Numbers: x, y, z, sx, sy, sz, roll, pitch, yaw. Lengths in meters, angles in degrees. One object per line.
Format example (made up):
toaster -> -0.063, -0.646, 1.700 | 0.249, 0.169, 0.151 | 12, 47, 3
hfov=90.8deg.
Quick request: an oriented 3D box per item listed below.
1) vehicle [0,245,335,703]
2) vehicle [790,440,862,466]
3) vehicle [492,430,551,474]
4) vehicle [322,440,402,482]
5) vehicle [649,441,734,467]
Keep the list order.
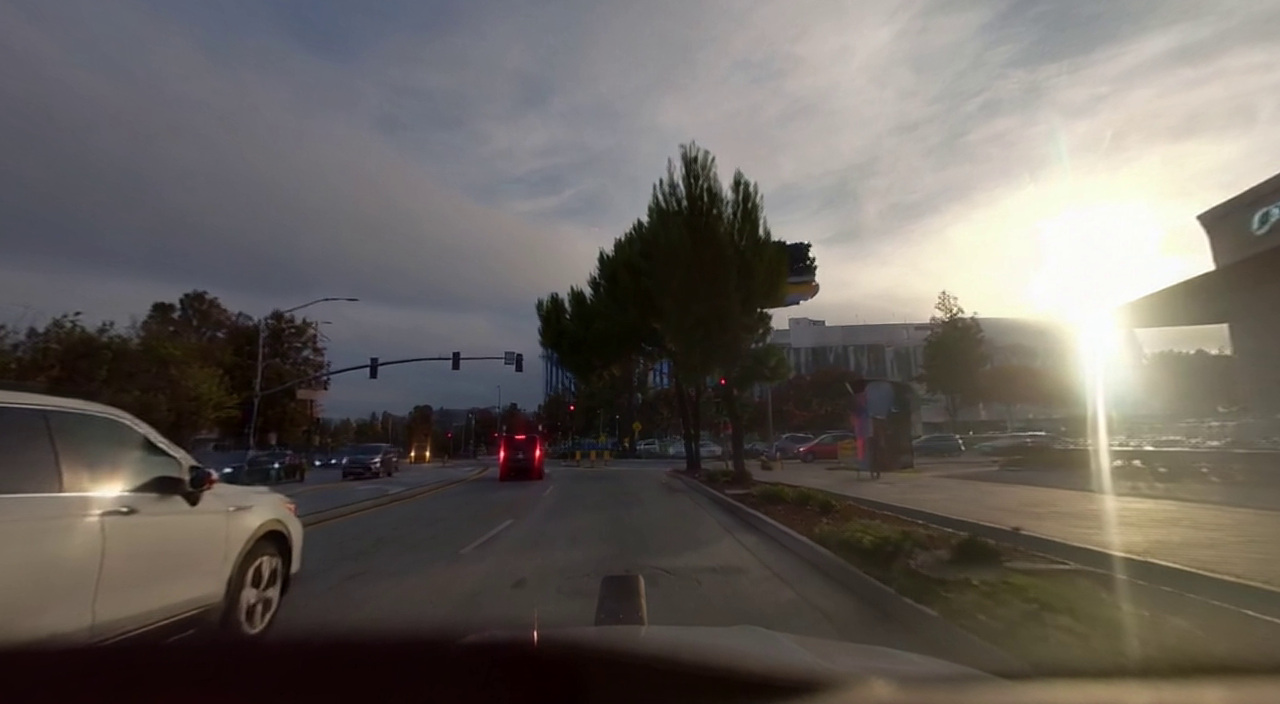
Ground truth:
vehicle -> -3.437, 0.491, 1.543 | 2.509, 1.885, 5.831 | 0, -9, -1
vehicle -> 13.554, 7.280, 45.924 | 4.857, 1.803, 2.147 | -3, -8, 19
vehicle -> -5.236, 4.534, 28.655 | 2.134, 1.799, 5.082 | 1, -9, -5
vehicle -> -11.654, 4.579, 26.796 | 1.925, 1.631, 4.250 | 1, -9, -7
vehicle -> 3.454, 6.797, 42.393 | 5.257, 1.627, 2.161 | -4, -10, 27
